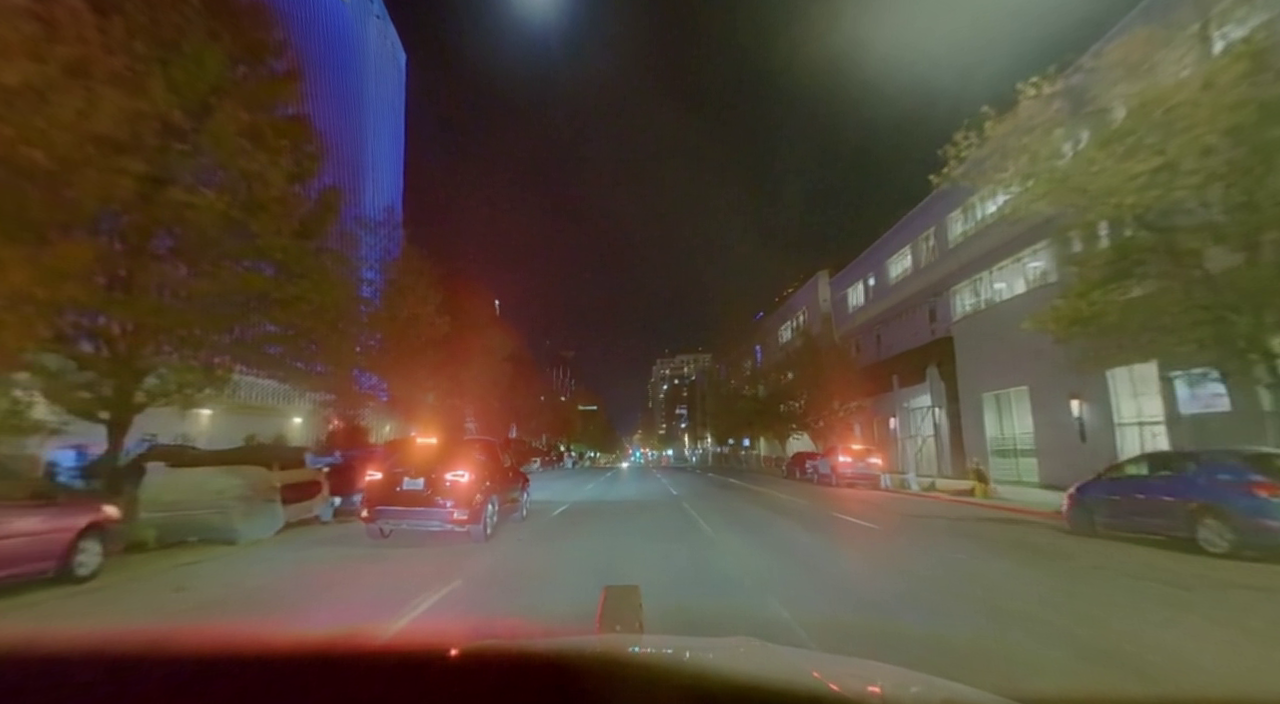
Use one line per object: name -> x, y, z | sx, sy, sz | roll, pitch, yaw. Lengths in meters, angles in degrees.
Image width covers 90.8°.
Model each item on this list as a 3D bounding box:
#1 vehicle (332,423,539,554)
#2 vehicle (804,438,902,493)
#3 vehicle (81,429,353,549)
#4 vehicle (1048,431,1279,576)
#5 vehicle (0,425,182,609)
vehicle -> -3.133, 2.170, 10.822 | 2.002, 1.756, 4.366 | 0, -8, 1
vehicle -> 9.121, 4.884, 27.728 | 2.249, 2.117, 5.743 | 0, -8, 0
vehicle -> -7.103, 2.370, 11.304 | 1.880, 1.713, 4.172 | 0, -10, 1
vehicle -> 9.279, 2.303, 10.120 | 2.167, 1.839, 4.970 | 4, -8, 0
vehicle -> -7.014, 1.546, 5.845 | 1.860, 1.723, 4.950 | 0, -8, -1
